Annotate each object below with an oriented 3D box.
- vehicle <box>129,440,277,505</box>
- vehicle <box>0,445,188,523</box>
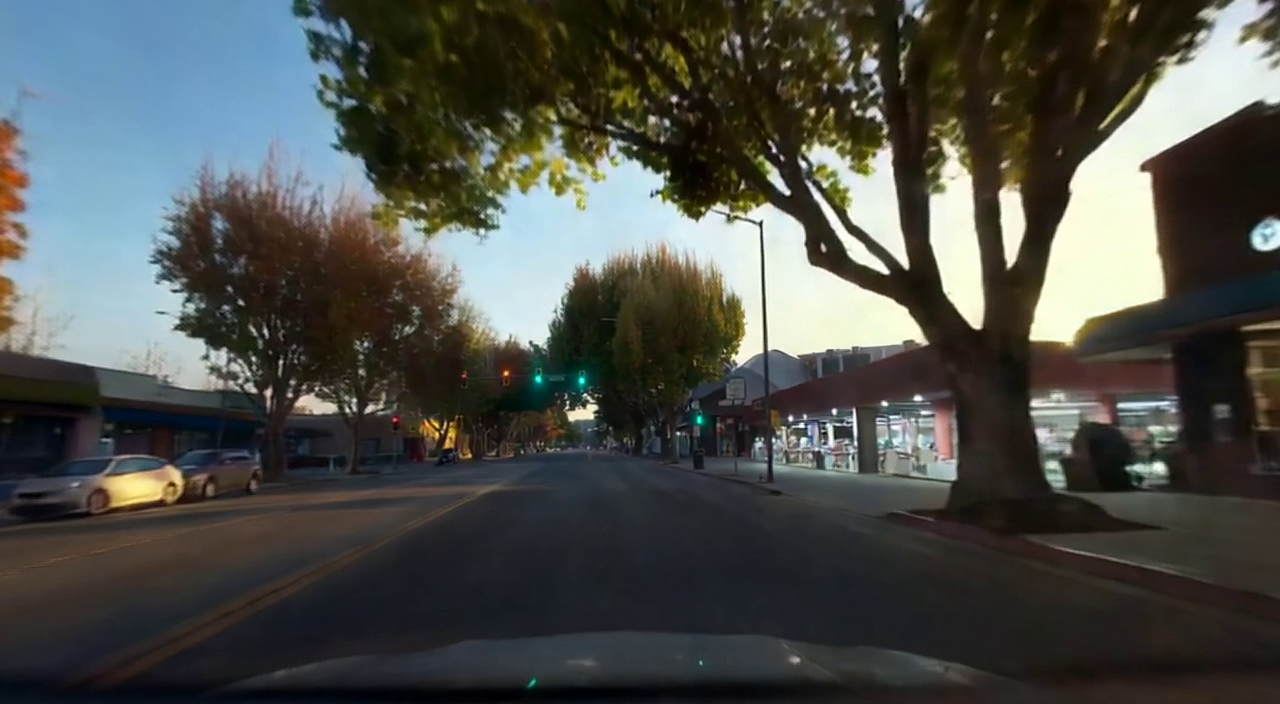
[{"bbox_3d":[-14.047,3.888,20.627,1.944,1.742,4.507,-3,-9,-5],"label":"vehicle"},{"bbox_3d":[-13.736,3.216,15.971,1.923,1.706,3.802,1,-8,-6],"label":"vehicle"}]
